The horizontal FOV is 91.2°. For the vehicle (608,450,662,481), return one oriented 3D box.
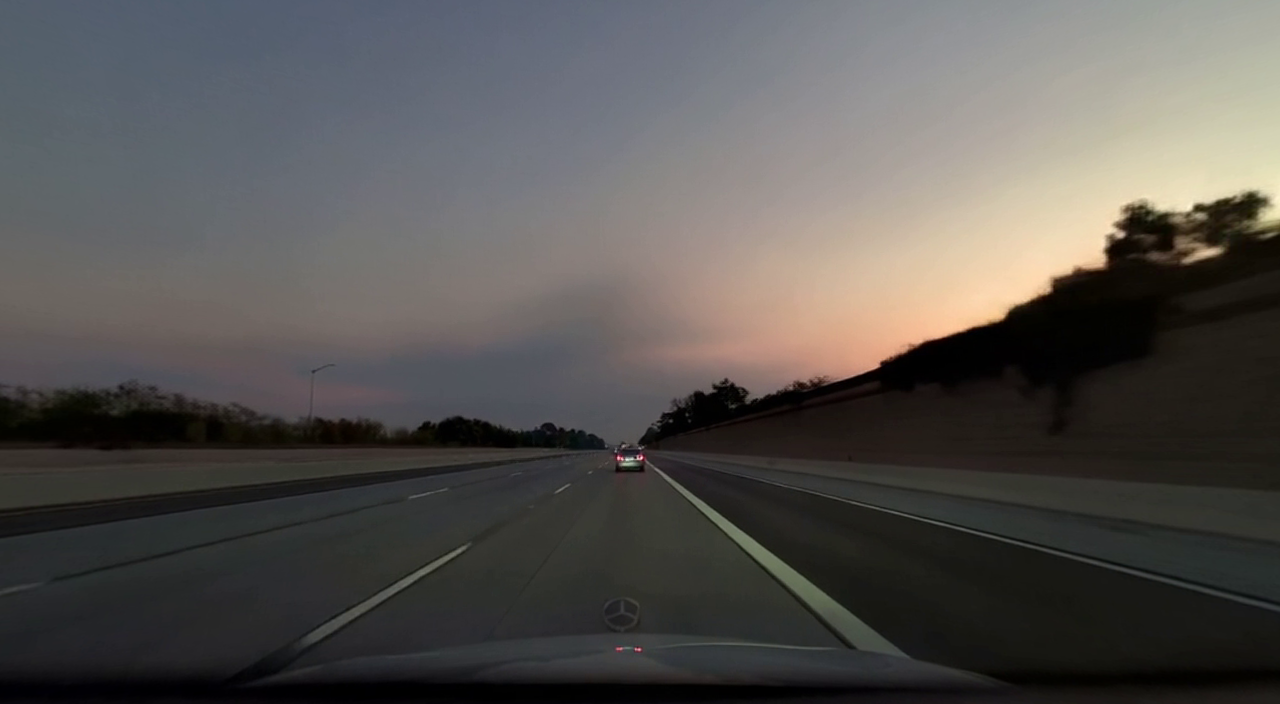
[{"bbox_3d":[-0.293,5.494,30.746,2.398,1.336,5.698,0,-9,-1],"label":"vehicle"}]
